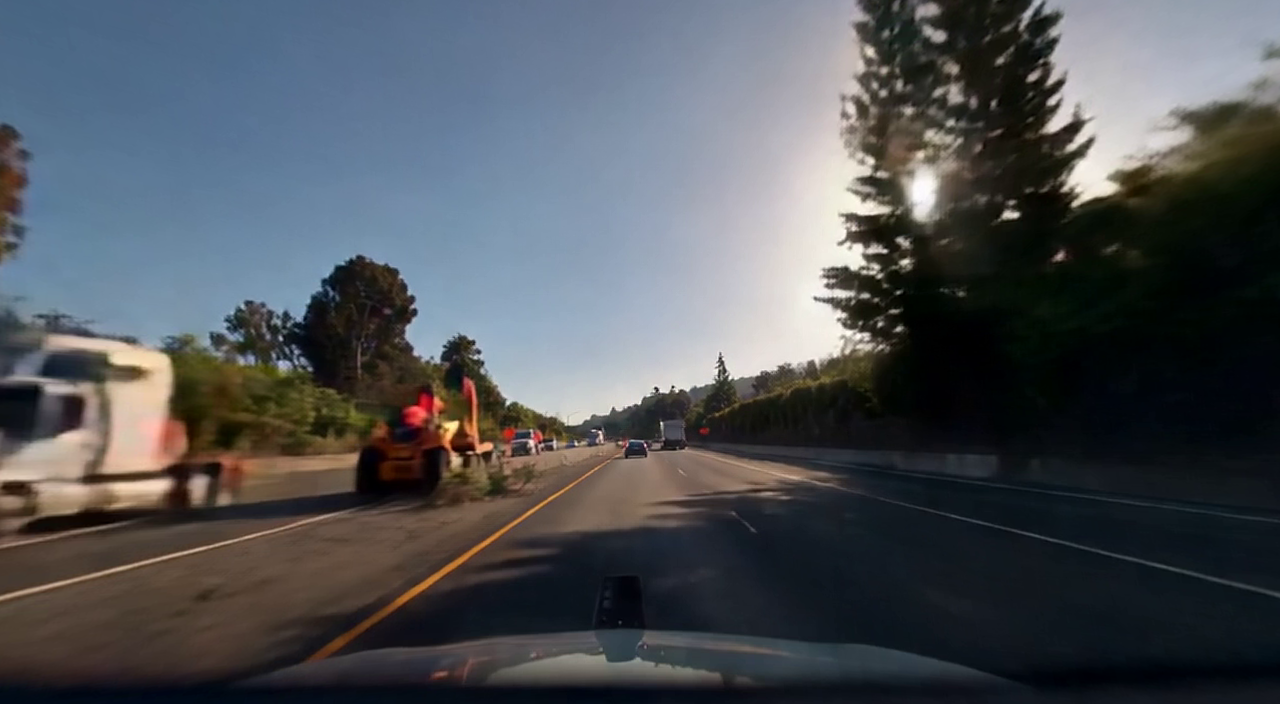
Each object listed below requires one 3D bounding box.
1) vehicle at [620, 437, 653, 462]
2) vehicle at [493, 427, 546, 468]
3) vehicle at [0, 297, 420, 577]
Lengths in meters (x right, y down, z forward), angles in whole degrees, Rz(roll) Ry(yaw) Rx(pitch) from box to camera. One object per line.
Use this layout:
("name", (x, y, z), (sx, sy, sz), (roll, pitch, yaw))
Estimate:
("vehicle", (-0.269, 6.289, 40.582), (2.004, 1.472, 4.075), (0, -8, -1))
("vehicle", (-8.155, 6.490, 43.061), (2.453, 2.460, 6.190), (-3, -8, -1))
("vehicle", (-8.066, 1.768, 13.063), (3.088, 3.551, 10.063), (-1, -8, 2))
